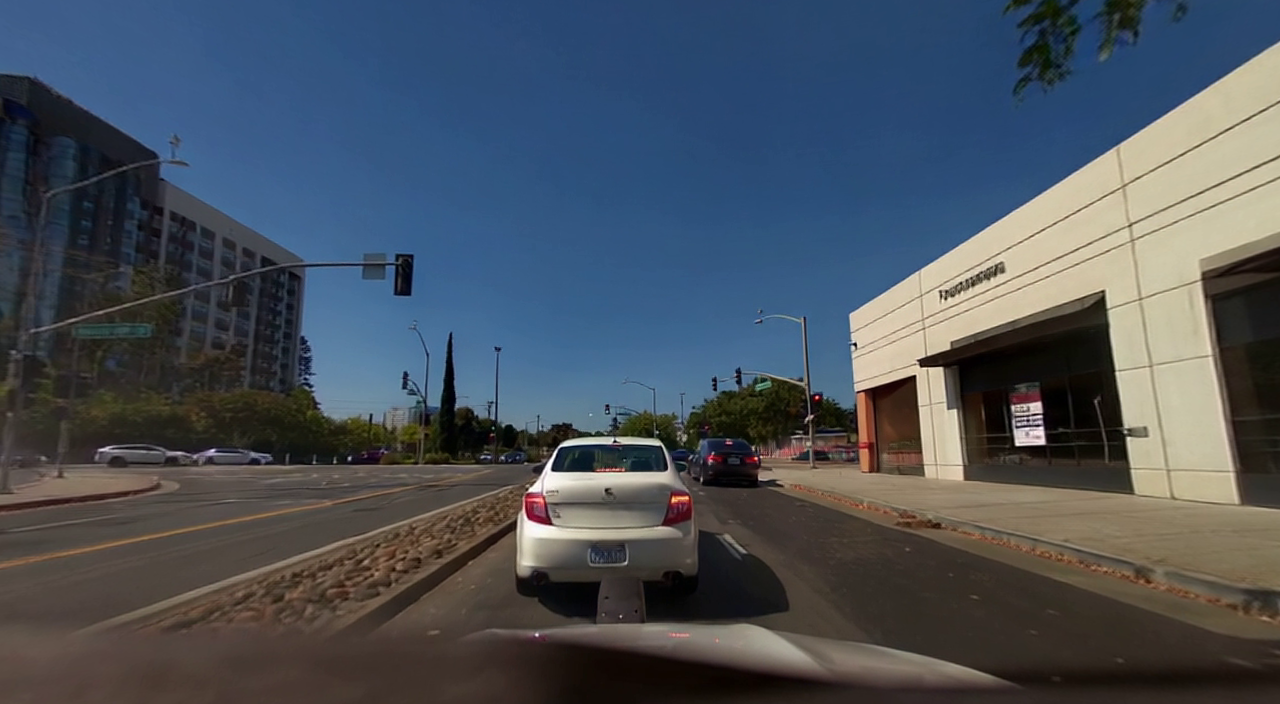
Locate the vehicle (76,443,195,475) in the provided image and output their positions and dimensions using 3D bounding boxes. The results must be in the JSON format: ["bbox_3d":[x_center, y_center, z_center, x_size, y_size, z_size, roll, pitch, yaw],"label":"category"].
[{"bbox_3d":[-29.010,6.163,36.503,4.877,1.754,1.978,2,-9,-12],"label":"vehicle"}]

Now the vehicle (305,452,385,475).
[{"bbox_3d":[-19.747,7.463,42.478,4.548,1.449,1.802,2,-9,-13],"label":"vehicle"}]

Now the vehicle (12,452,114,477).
[{"bbox_3d":[-35.540,6.935,39.007,4.199,1.432,1.727,2,-9,-12],"label":"vehicle"}]

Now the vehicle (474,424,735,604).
[{"bbox_3d":[-0.303,1.671,7.476,2.173,1.479,4.264,0,-8,0],"label":"vehicle"}]

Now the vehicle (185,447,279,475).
[{"bbox_3d":[-26.319,7.029,40.906,4.575,1.718,2.008,2,-9,-12],"label":"vehicle"}]
